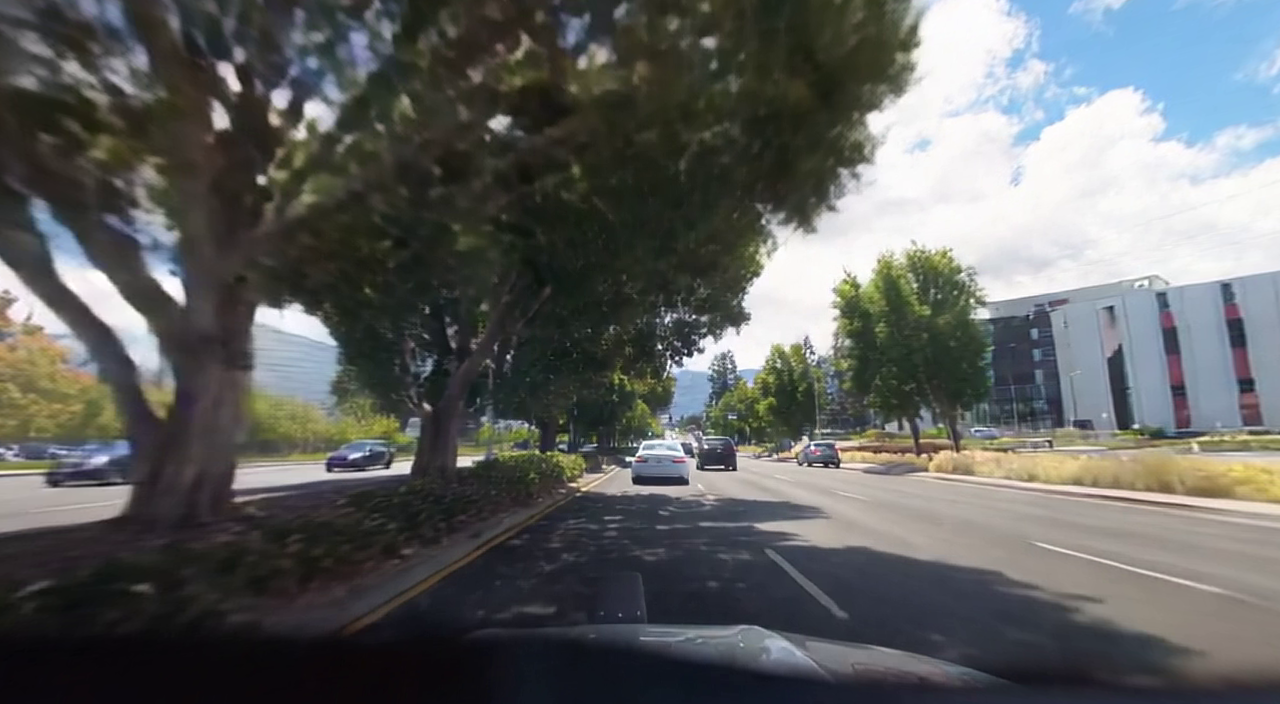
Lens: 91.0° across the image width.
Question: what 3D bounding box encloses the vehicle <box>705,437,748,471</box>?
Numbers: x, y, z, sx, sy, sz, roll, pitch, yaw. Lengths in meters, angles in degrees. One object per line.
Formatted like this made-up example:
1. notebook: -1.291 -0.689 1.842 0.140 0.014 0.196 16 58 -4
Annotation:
1. vehicle: 4.872 5.787 35.947 1.976 1.796 4.159 0 -9 2

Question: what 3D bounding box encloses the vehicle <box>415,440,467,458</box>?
1. vehicle: -13.109 6.411 41.720 1.890 1.132 4.497 1 -8 2

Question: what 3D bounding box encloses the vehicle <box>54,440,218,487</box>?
1. vehicle: -17.243 3.812 21.923 1.874 1.441 4.625 0 -9 0

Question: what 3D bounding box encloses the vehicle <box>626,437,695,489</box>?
1. vehicle: 0.690 3.786 21.876 2.145 1.603 4.369 0 -9 1

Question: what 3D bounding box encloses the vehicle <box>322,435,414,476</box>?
1. vehicle: -10.835 4.152 25.460 1.938 1.502 4.209 0 -9 -2

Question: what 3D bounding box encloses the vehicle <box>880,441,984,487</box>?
1. vehicle: 11.935 4.592 26.193 2.106 1.719 4.830 0 -9 2

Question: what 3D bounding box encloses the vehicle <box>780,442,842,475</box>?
1. vehicle: 8.271 5.189 30.866 1.928 1.488 4.361 0 -9 1
